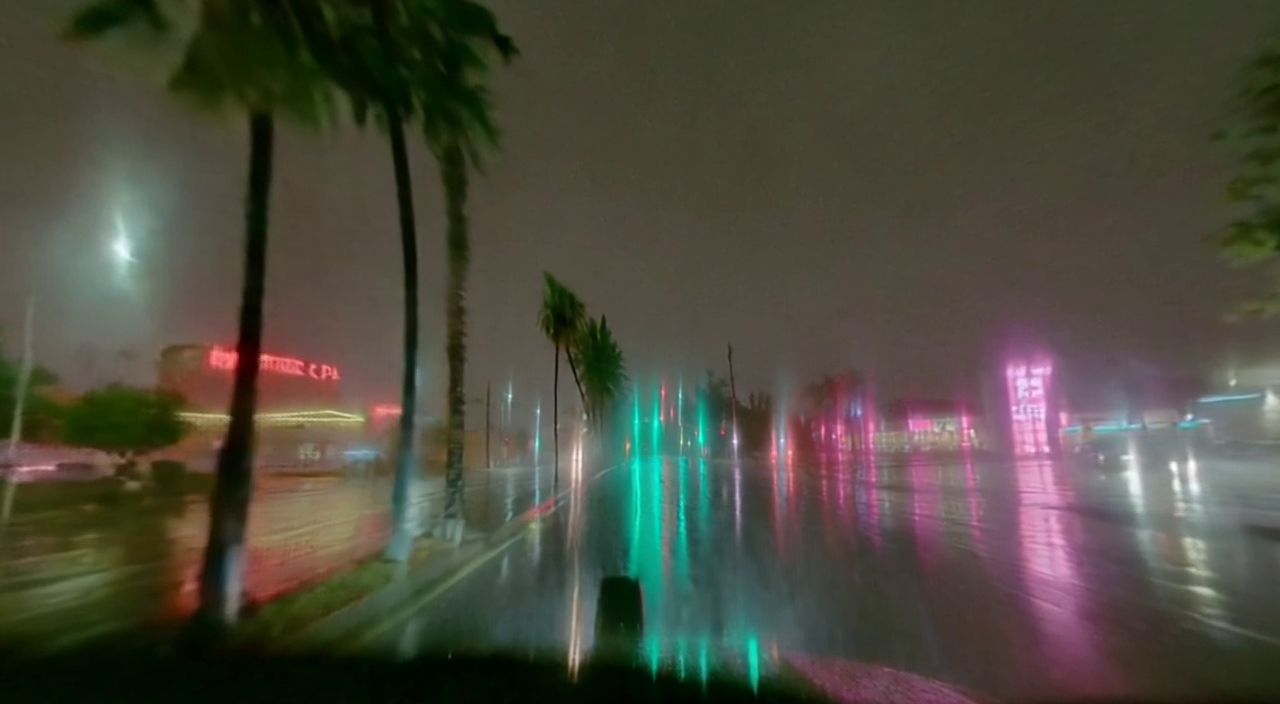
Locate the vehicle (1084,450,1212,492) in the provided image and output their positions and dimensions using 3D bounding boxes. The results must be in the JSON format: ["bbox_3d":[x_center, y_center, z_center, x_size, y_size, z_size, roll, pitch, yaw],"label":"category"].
[{"bbox_3d":[22.437,5.231,28.178,1.996,1.683,4.379,0,-9,-1],"label":"vehicle"}]

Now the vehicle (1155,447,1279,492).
[{"bbox_3d":[25.563,5.044,27.601,2.053,1.784,4.672,0,-8,-1],"label":"vehicle"}]
